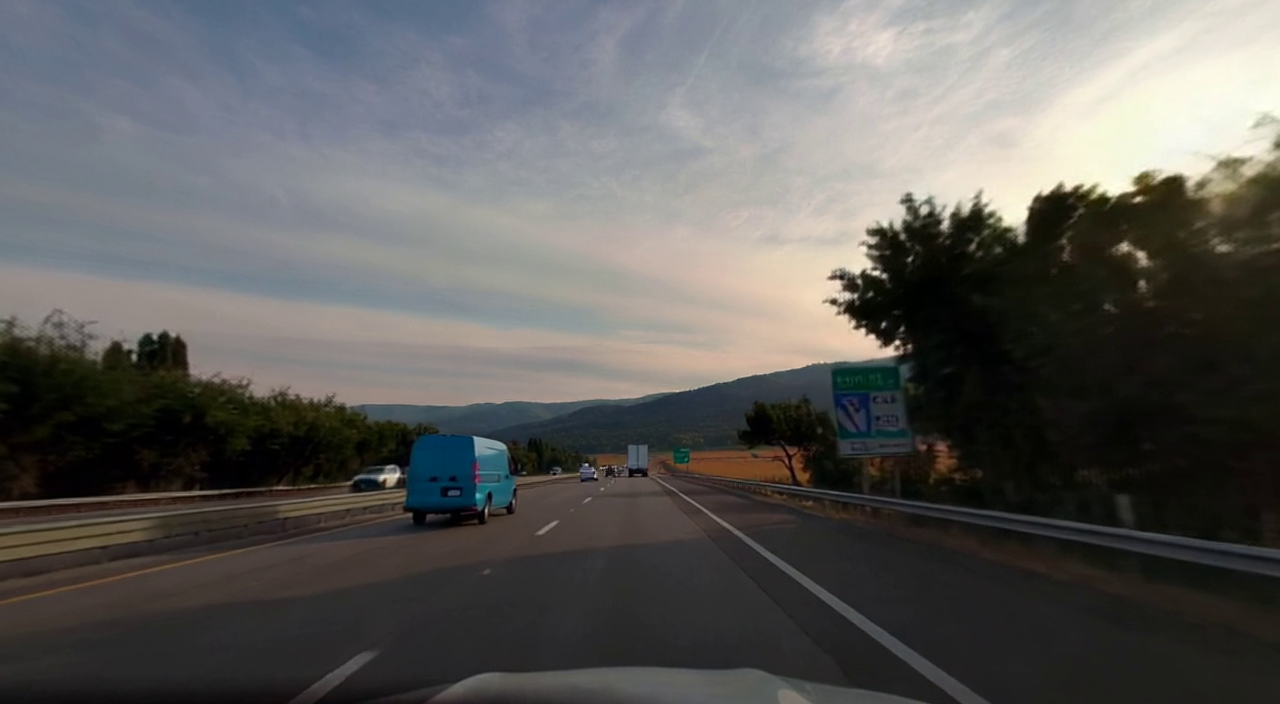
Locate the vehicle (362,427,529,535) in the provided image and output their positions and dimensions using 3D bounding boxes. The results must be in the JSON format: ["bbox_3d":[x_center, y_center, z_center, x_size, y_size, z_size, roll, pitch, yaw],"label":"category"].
[{"bbox_3d":[-4.066,2.856,14.254,2.208,1.973,4.716,0,-10,0],"label":"vehicle"}]
